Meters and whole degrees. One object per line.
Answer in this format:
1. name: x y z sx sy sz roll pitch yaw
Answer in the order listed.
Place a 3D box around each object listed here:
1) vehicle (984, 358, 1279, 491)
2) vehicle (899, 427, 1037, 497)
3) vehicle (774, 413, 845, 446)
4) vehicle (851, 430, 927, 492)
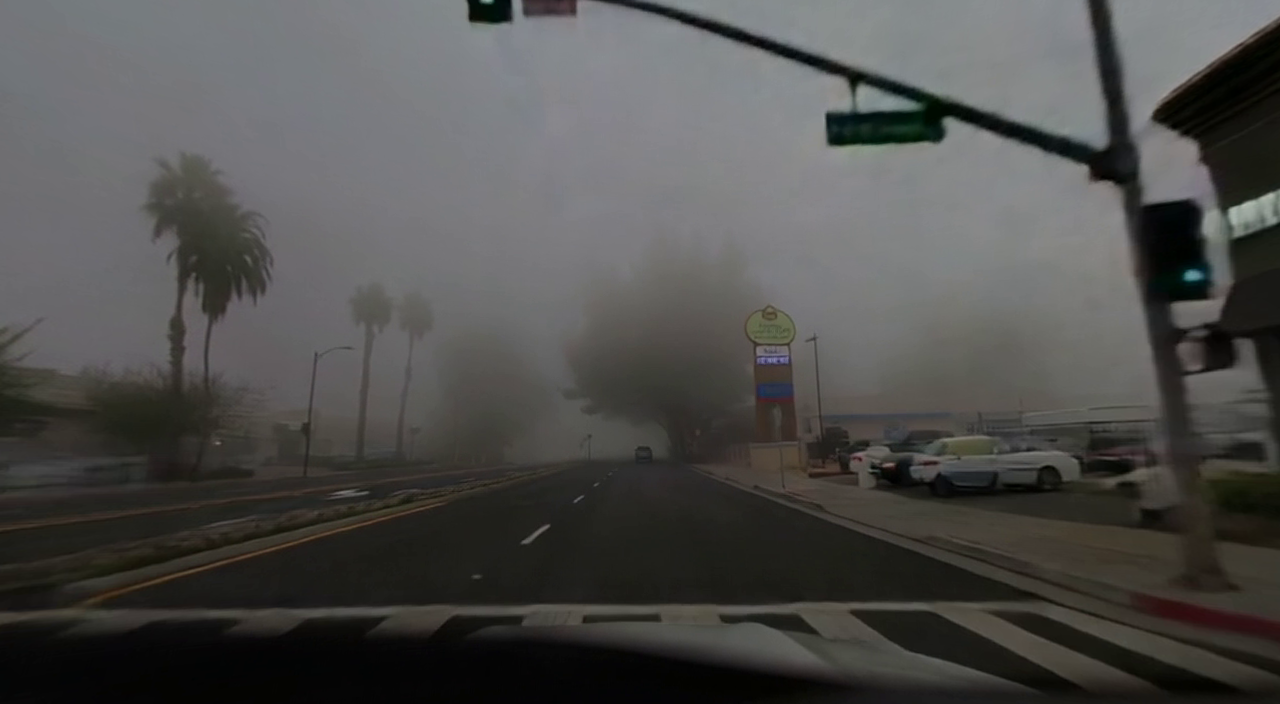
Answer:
1. vehicle: 15.907 2.628 21.009 2.814 3.328 10.467 0 -9 0
2. vehicle: 9.529 3.268 18.642 1.655 1.820 3.969 1 -10 -5
3. vehicle: 11.865 5.487 43.796 5.186 2.000 2.226 10 -13 -41
4. vehicle: 9.546 4.343 24.448 1.917 1.876 4.629 -6 -16 12
